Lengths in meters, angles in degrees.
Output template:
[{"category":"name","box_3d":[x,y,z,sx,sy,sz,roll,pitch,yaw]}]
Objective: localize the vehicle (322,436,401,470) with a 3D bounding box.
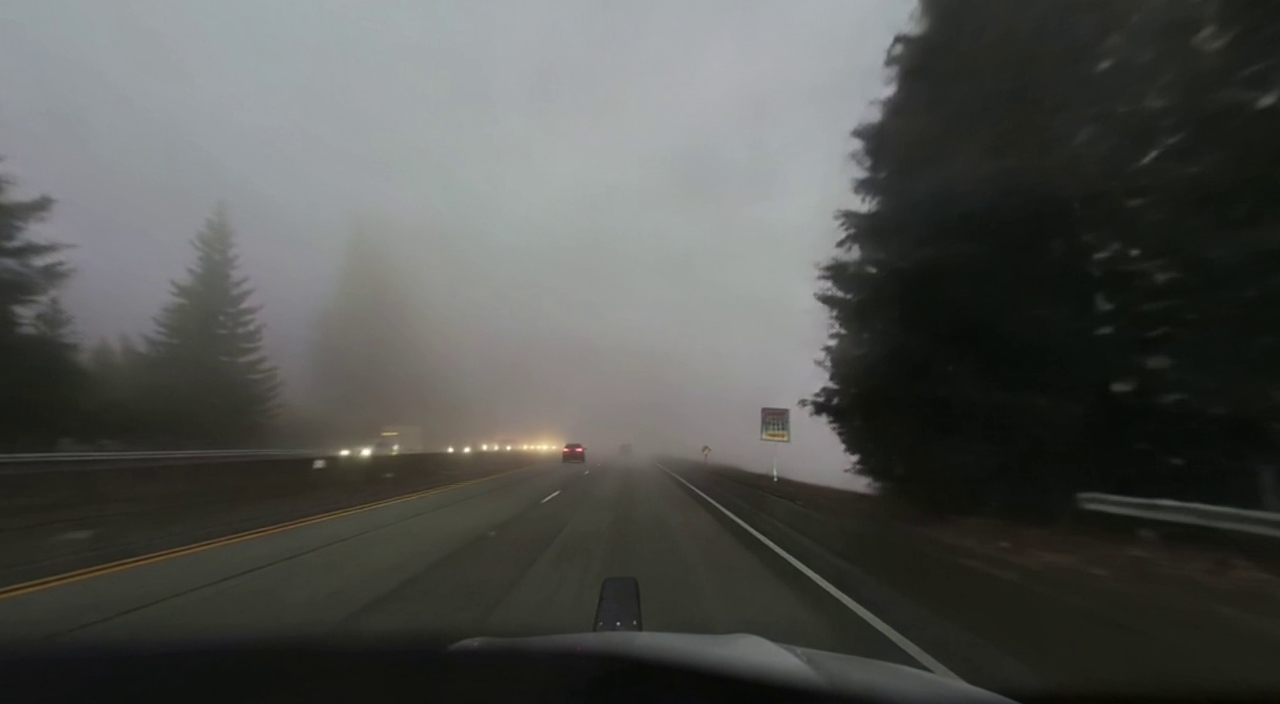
[{"category":"vehicle","box_3d":[-13.180,4.796,29.909,1.906,1.474,4.062,0,-9,0]}]

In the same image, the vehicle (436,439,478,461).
[{"category":"vehicle","box_3d":[-13.198,7.133,45.511,1.862,1.487,4.033,0,-9,0]}]

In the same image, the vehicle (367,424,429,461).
[{"category":"vehicle","box_3d":[-18.036,6.853,47.155,2.363,2.579,5.795,0,-9,-1]}]

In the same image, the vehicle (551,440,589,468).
[{"category":"vehicle","box_3d":[-4.489,6.610,40.821,2.098,1.692,4.038,0,-9,-1]}]
